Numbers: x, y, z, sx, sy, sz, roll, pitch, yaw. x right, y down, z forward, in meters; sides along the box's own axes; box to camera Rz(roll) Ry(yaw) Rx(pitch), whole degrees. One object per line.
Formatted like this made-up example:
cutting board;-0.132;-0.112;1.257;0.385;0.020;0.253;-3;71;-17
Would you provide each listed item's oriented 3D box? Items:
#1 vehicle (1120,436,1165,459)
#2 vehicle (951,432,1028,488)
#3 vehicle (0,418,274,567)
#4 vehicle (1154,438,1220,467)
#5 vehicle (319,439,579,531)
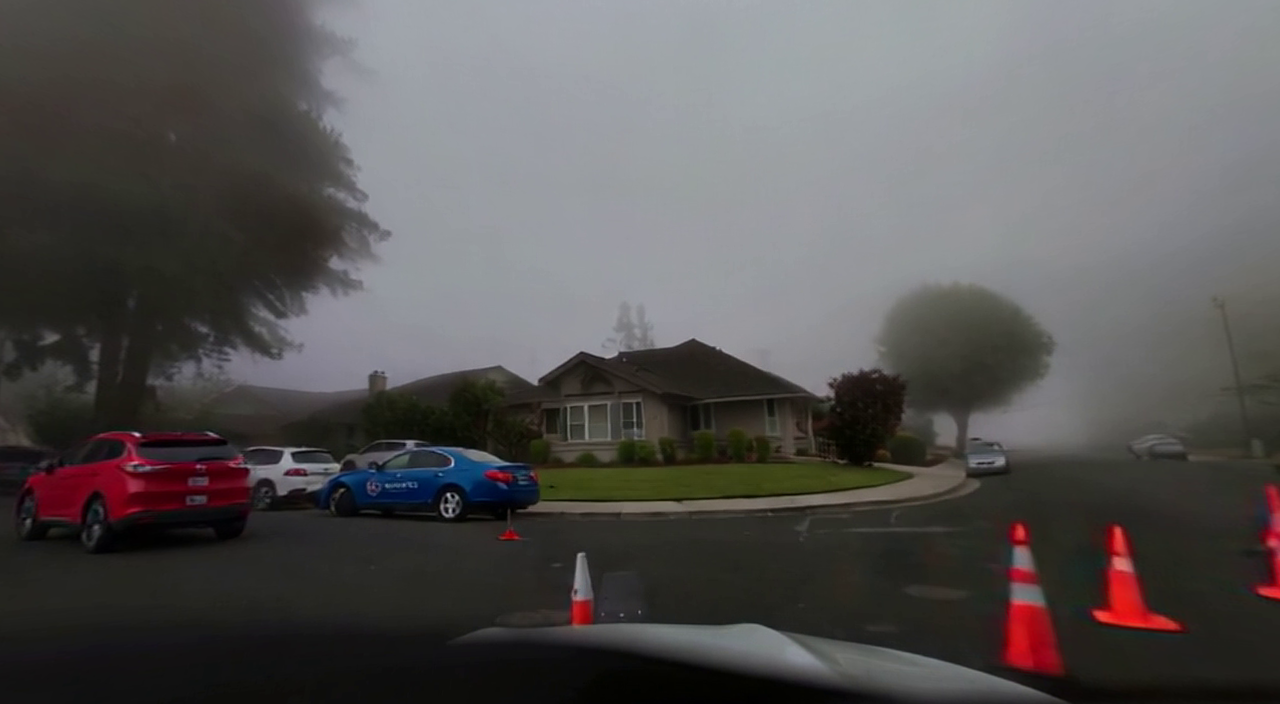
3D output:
vehicle;36.982;7.028;46.572;1.869;1.635;4.043;-5;-10;29
vehicle;12.433;3.751;22.347;2.014;1.742;4.297;-6;-10;31
vehicle;-7.916;1.985;9.651;4.094;1.748;2.350;-6;-10;33
vehicle;29.694;5.452;34.431;1.829;1.447;4.183;-5;-10;29
vehicle;-3.858;2.550;12.766;4.710;1.515;2.400;-5;-10;30
